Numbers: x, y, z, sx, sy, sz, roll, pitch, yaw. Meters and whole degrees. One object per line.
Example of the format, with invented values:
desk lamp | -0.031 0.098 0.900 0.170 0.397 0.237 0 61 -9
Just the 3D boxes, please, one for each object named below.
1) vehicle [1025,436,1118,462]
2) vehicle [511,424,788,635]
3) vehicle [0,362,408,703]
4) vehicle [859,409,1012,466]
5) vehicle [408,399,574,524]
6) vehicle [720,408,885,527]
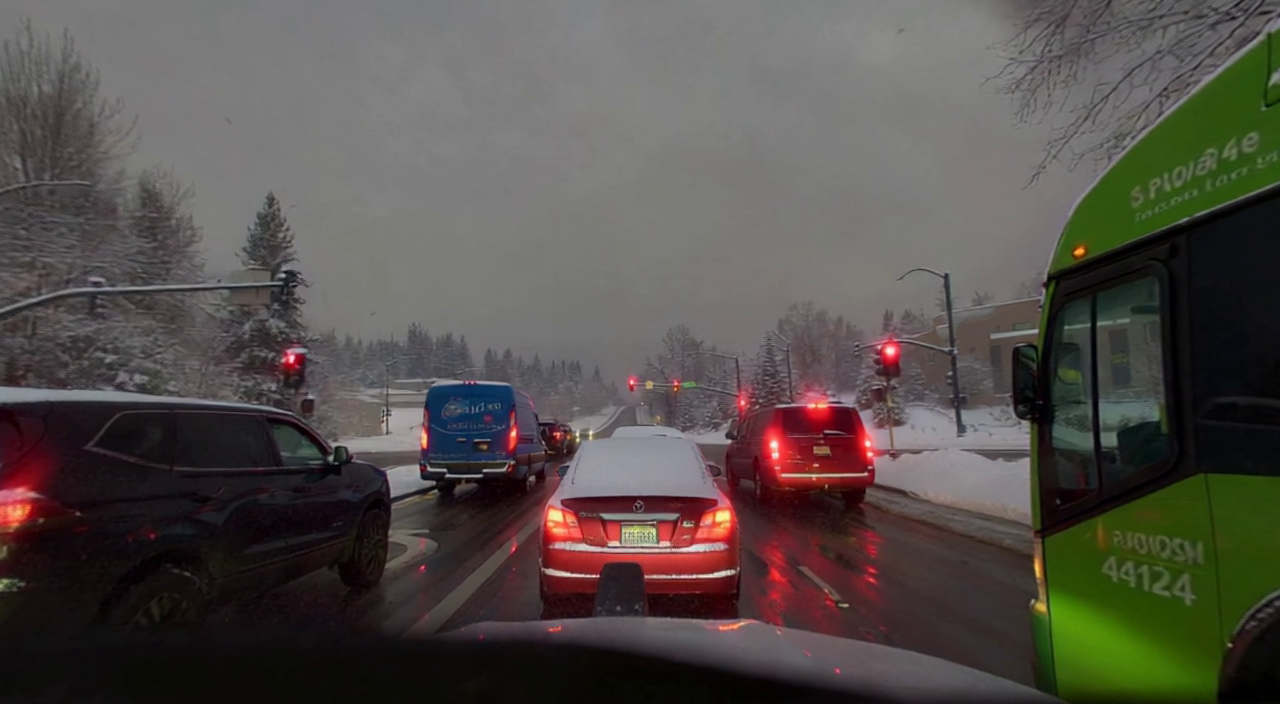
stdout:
vehicle | 25.884 5.822 37.997 4.229 1.489 1.794 0 -8 -1
vehicle | 0.060 1.546 6.413 1.976 1.485 3.624 0 -8 0
vehicle | -3.416 1.183 4.620 1.921 1.701 3.989 0 -8 0
vehicle | 17.581 5.134 37.929 7.839 3.213 2.628 0 -8 -3
vehicle | -2.944 2.344 13.974 2.335 2.221 5.165 0 -8 1
vehicle | 3.152 2.397 13.686 2.143 2.036 5.367 0 -8 0
